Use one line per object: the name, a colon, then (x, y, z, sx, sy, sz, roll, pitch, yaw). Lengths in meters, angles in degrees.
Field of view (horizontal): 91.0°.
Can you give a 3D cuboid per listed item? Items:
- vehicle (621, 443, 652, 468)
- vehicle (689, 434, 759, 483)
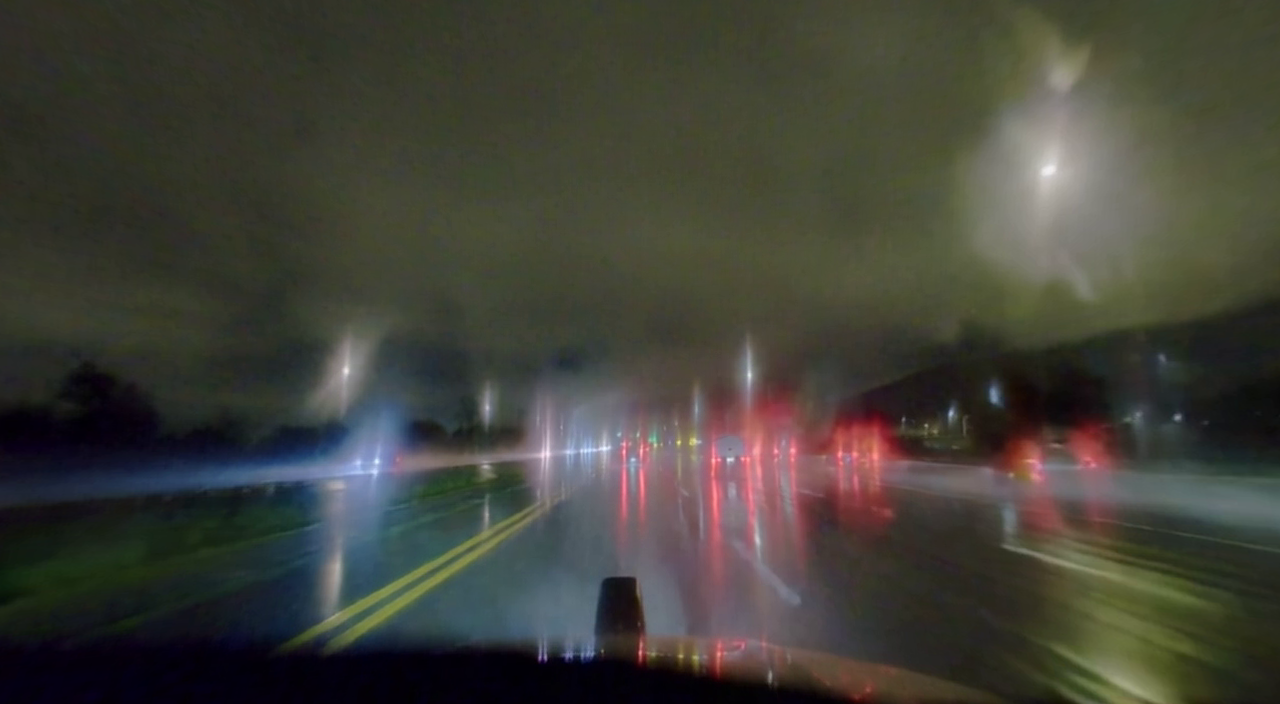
vehicle: (-0.227, 7.390, 44.943, 2.142, 1.664, 4.076, 0, -9, 0)
vehicle: (3.391, 4.428, 26.469, 2.269, 1.839, 4.554, 0, -9, -1)
